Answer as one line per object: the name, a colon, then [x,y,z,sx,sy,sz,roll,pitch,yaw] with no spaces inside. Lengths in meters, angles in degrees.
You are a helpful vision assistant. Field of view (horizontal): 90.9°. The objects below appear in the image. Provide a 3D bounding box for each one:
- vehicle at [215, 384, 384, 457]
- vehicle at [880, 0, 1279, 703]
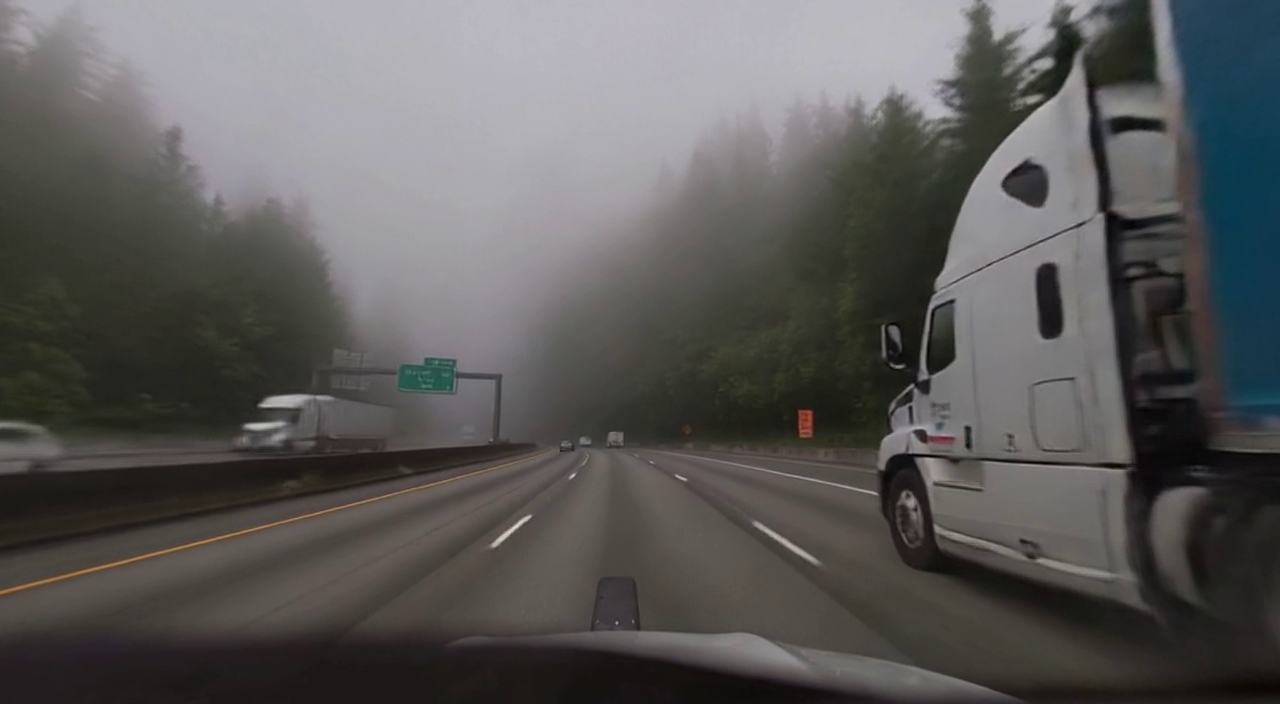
vehicle: [-19.956,4.403,38.752,3.281,3.632,14.072,0,-8,-3]
vehicle: [4.041,-0.094,3.536,2.964,3.950,5.853,0,-8,0]
